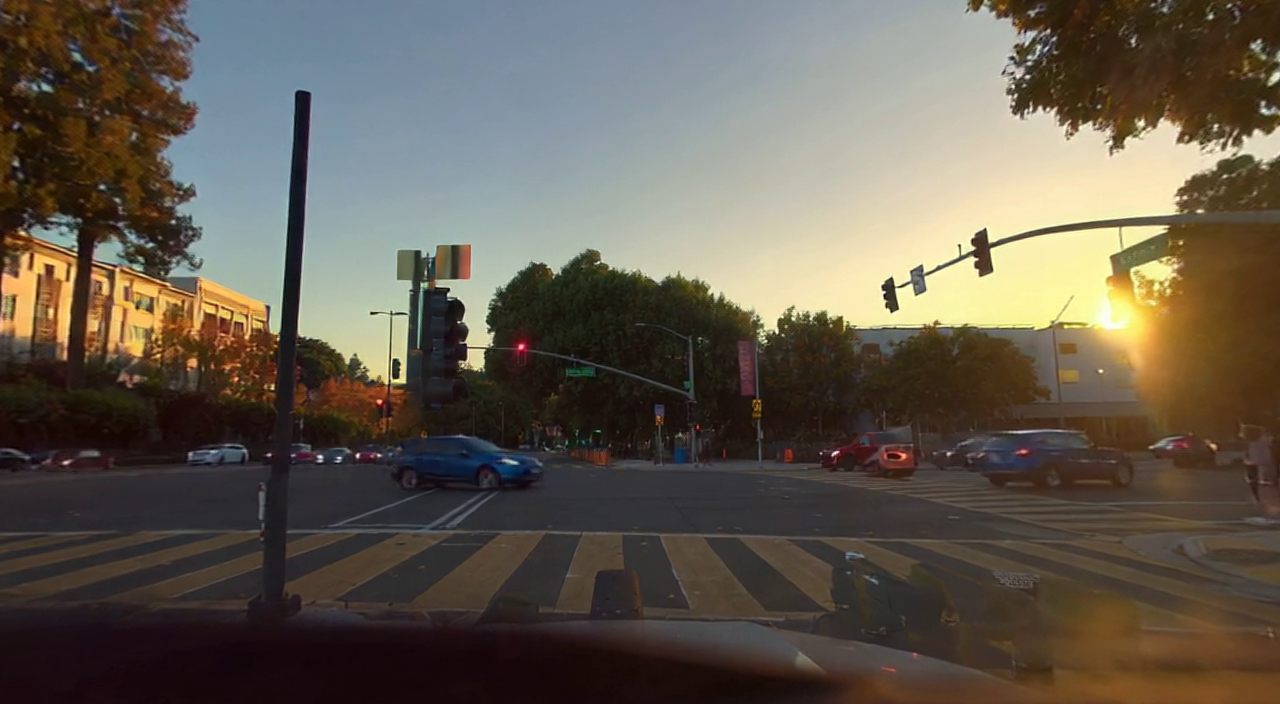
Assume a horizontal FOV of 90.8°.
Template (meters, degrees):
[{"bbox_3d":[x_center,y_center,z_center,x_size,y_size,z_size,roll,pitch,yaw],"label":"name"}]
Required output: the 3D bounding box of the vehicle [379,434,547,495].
[{"bbox_3d":[-5.070,3.174,18.143,4.312,1.540,2.007,-4,-9,25],"label":"vehicle"}]

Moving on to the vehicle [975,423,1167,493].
[{"bbox_3d":[12.425,3.032,18.324,4.509,1.821,2.066,2,-9,-16],"label":"vehicle"}]

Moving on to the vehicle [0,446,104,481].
[{"bbox_3d":[-27.242,5.006,28.663,2.027,1.435,4.448,0,-8,-3],"label":"vehicle"}]

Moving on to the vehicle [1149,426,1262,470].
[{"bbox_3d":[25.395,4.346,28.694,2.457,1.777,6.196,-5,-10,29],"label":"vehicle"}]

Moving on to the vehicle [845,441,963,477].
[{"bbox_3d":[11.459,4.623,27.535,4.317,1.491,1.896,2,-9,-11],"label":"vehicle"}]

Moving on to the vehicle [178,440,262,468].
[{"bbox_3d":[-31.556,7.650,47.738,2.456,1.961,5.978,0,-8,-3],"label":"vehicle"}]
